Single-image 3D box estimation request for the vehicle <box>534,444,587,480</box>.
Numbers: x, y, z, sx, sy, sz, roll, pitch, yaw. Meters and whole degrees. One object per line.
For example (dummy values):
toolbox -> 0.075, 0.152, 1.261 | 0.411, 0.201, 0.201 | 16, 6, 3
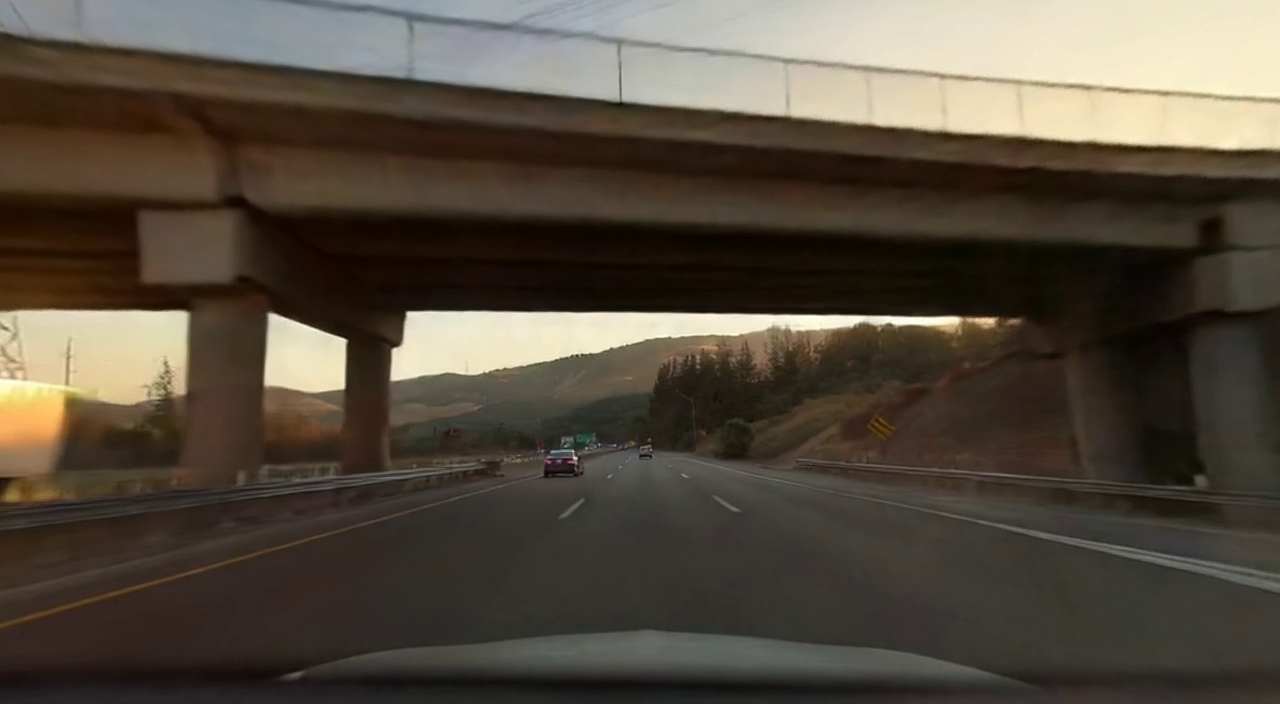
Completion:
vehicle -> -3.717, 5.242, 30.221 | 1.924, 1.550, 4.165 | 0, -9, 1
